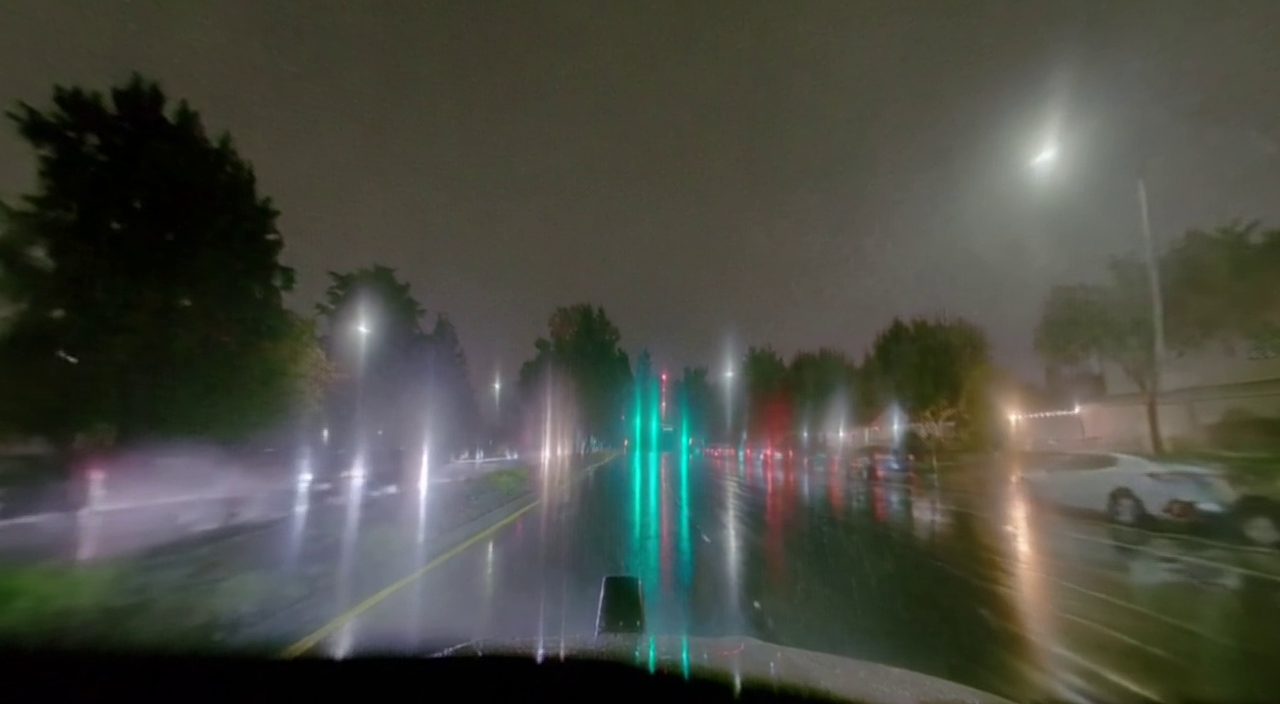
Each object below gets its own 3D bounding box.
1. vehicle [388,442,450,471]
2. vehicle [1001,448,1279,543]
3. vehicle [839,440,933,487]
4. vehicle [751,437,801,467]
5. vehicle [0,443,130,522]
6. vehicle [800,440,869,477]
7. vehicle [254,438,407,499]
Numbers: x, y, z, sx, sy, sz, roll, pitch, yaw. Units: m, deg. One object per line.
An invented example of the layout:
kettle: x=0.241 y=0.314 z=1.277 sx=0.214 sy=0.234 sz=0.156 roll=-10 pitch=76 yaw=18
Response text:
vehicle: x=-12.277 y=5.831 z=35.444 sx=1.874 sy=1.475 sz=4.453 roll=0 pitch=-8 yaw=0
vehicle: x=9.534 y=2.659 z=12.506 sx=1.918 sy=1.454 sz=4.683 roll=0 pitch=-8 yaw=-1
vehicle: x=9.689 y=4.410 z=25.322 sx=1.885 sy=1.685 sz=4.430 roll=0 pitch=-8 yaw=-2
vehicle: x=9.604 y=7.093 z=45.074 sx=2.209 sy=1.982 sz=5.787 roll=0 pitch=-8 yaw=0
vehicle: x=-12.608 y=2.506 z=12.343 sx=1.769 sy=1.418 sz=4.173 roll=0 pitch=-8 yaw=0
vehicle: x=9.567 y=5.244 z=31.407 sx=1.949 sy=1.698 sz=4.351 roll=0 pitch=-8 yaw=-1
vehicle: x=-8.571 y=3.239 z=18.094 sx=1.979 sy=1.484 sz=4.711 roll=0 pitch=-8 yaw=1
